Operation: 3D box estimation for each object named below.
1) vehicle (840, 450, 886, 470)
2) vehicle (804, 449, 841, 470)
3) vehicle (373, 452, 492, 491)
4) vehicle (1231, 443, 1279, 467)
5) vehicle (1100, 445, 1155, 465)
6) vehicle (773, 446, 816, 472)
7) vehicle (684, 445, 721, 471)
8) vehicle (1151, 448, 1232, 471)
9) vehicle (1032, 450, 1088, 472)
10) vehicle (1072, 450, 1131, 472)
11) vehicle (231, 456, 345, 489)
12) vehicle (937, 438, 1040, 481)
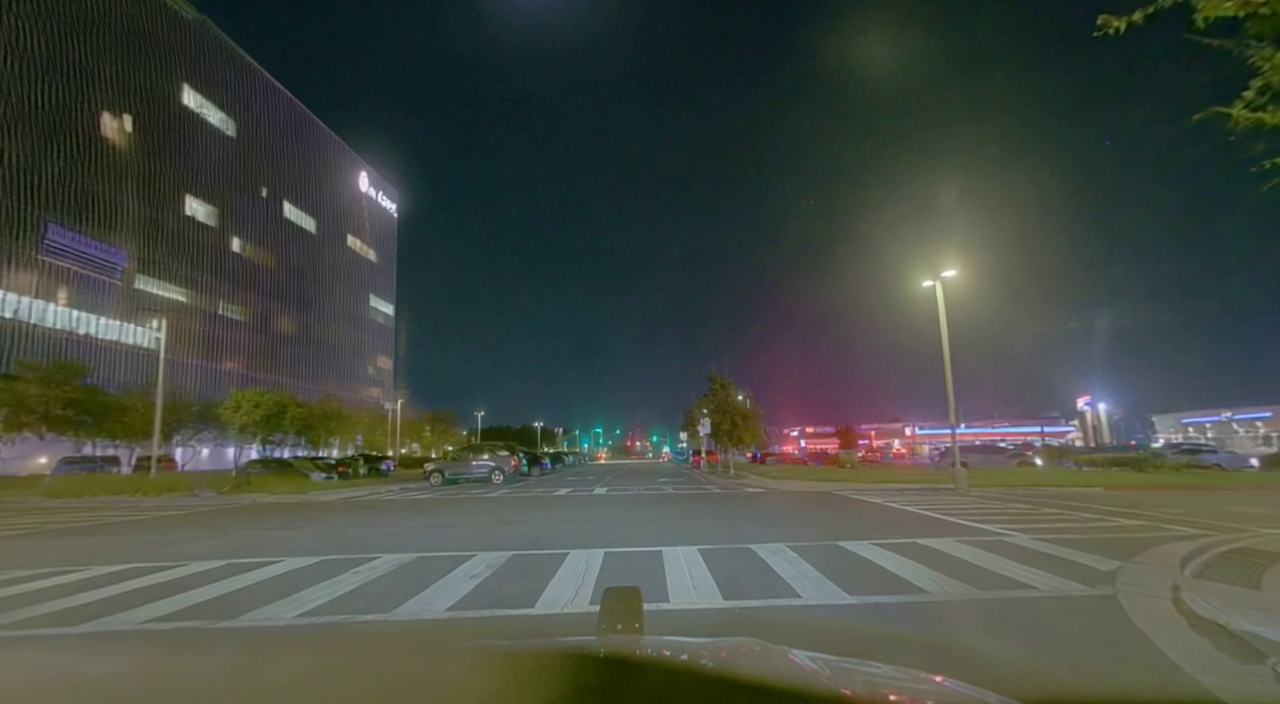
[{"bbox_3d":[17.102,8.273,48.650,1.971,1.478,4.477,0,-8,1],"label":"vehicle"},{"bbox_3d":[14.159,8.355,49.310,1.935,1.477,3.719,0,-8,3],"label":"vehicle"},{"bbox_3d":[-8.703,4.964,26.575,4.442,1.504,1.809,4,-10,-28],"label":"vehicle"},{"bbox_3d":[43.045,6.946,42.746,1.758,1.572,4.421,0,-8,0],"label":"vehicle"},{"bbox_3d":[37.030,7.820,48.055,1.545,1.398,3.431,0,-9,3],"label":"vehicle"},{"bbox_3d":[10.531,7.284,43.351,1.936,1.673,4.305,0,-8,1],"label":"vehicle"},{"bbox_3d":[4.588,7.796,46.921,2.262,1.794,5.331,0,-8,1],"label":"vehicle"},{"bbox_3d":[36.999,7.231,42.531,1.678,1.423,4.191,0,-9,1],"label":"vehicle"},{"bbox_3d":[28.333,7.344,42.717,1.495,1.371,3.336,-1,-9,0],"label":"vehicle"},{"bbox_3d":[31.311,7.396,42.977,1.519,1.371,3.278,0,-8,0],"label":"vehicle"},{"bbox_3d":[-16.658,5.692,30.029,4.331,1.437,1.876,0,-8,3],"label":"vehicle"},{"bbox_3d":[16.470,5.079,30.197,2.048,1.852,4.998,0,-8,0],"label":"vehicle"}]
